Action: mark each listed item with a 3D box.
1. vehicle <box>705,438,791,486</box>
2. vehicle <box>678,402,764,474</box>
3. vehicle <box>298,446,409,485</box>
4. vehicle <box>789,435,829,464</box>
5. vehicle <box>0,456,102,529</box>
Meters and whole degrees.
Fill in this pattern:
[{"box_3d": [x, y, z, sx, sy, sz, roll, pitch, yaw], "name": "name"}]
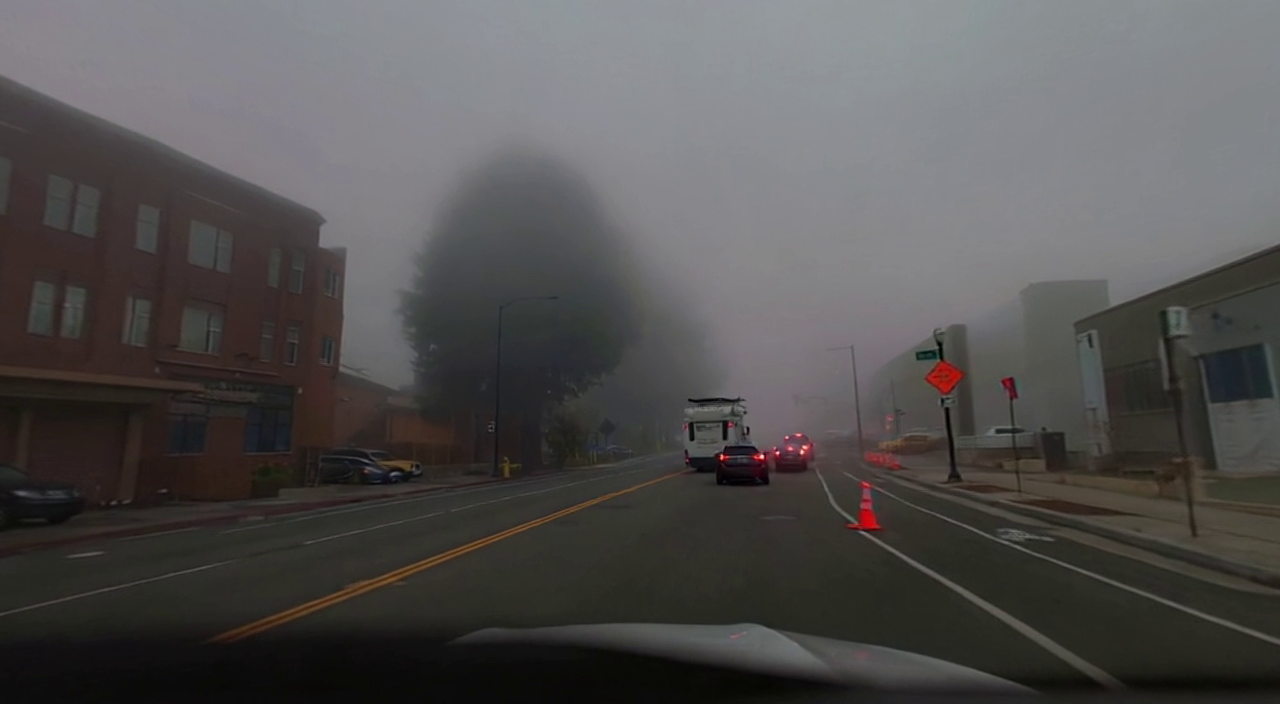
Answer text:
[{"box_3d": [3.658, 3.794, 22.160, 2.159, 1.506, 4.086, 1, -8, -2], "name": "vehicle"}, {"box_3d": [4.917, 4.877, 35.449, 2.977, 3.271, 12.748, -2, -9, 15], "name": "vehicle"}, {"box_3d": [-13.555, 5.345, 30.008, 4.397, 1.698, 1.932, -2, -9, 12], "name": "vehicle"}, {"box_3d": [12.081, 6.919, 44.956, 2.110, 1.942, 4.376, -3, -9, 22], "name": "vehicle"}, {"box_3d": [-16.030, 3.262, 15.054, 4.952, 1.510, 2.115, -1, -9, 11], "name": "vehicle"}]
